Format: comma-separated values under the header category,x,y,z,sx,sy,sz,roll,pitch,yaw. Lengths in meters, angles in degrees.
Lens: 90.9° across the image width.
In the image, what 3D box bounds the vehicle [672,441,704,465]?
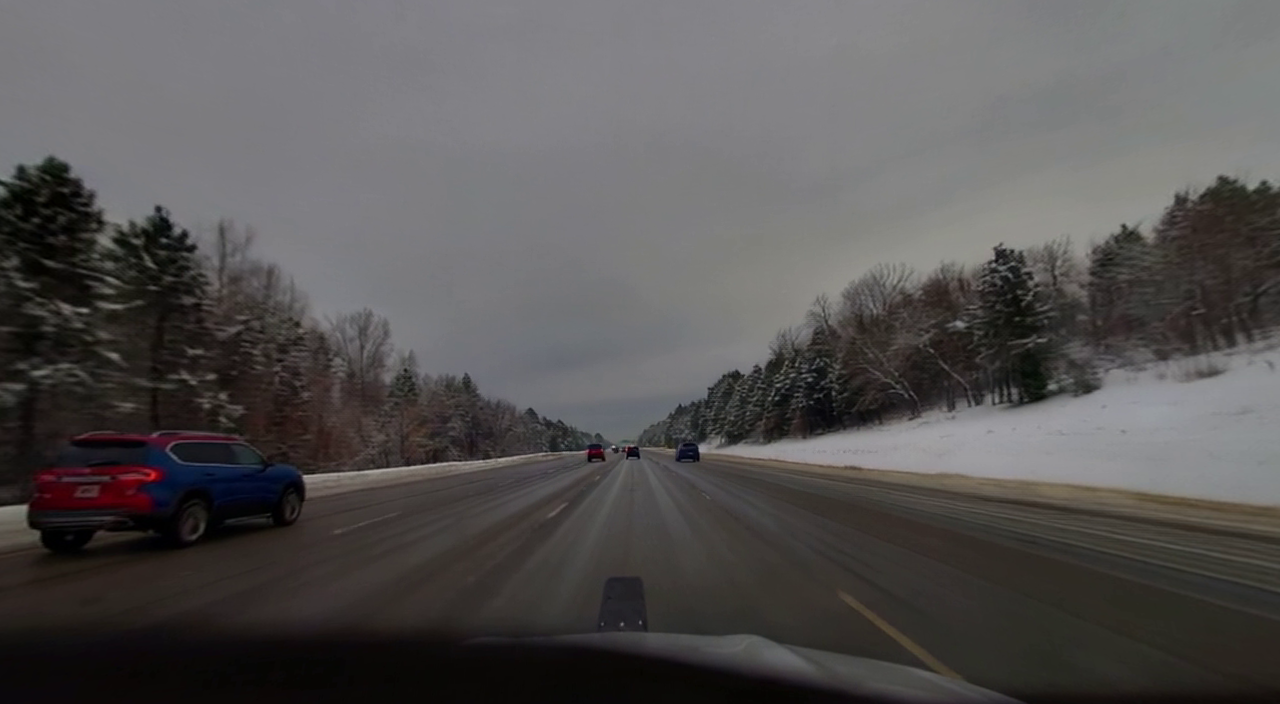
category,x,y,z,sx,sy,sz,roll,pitch,yaw
vehicle,3.668,7.814,48.987,1.995,1.712,4.206,0,-8,-2

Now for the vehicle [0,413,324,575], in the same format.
category,x,y,z,sx,sy,sz,roll,pitch,yaw
vehicle,-7.191,1.923,9.487,2.285,1.759,4.968,0,-8,0
